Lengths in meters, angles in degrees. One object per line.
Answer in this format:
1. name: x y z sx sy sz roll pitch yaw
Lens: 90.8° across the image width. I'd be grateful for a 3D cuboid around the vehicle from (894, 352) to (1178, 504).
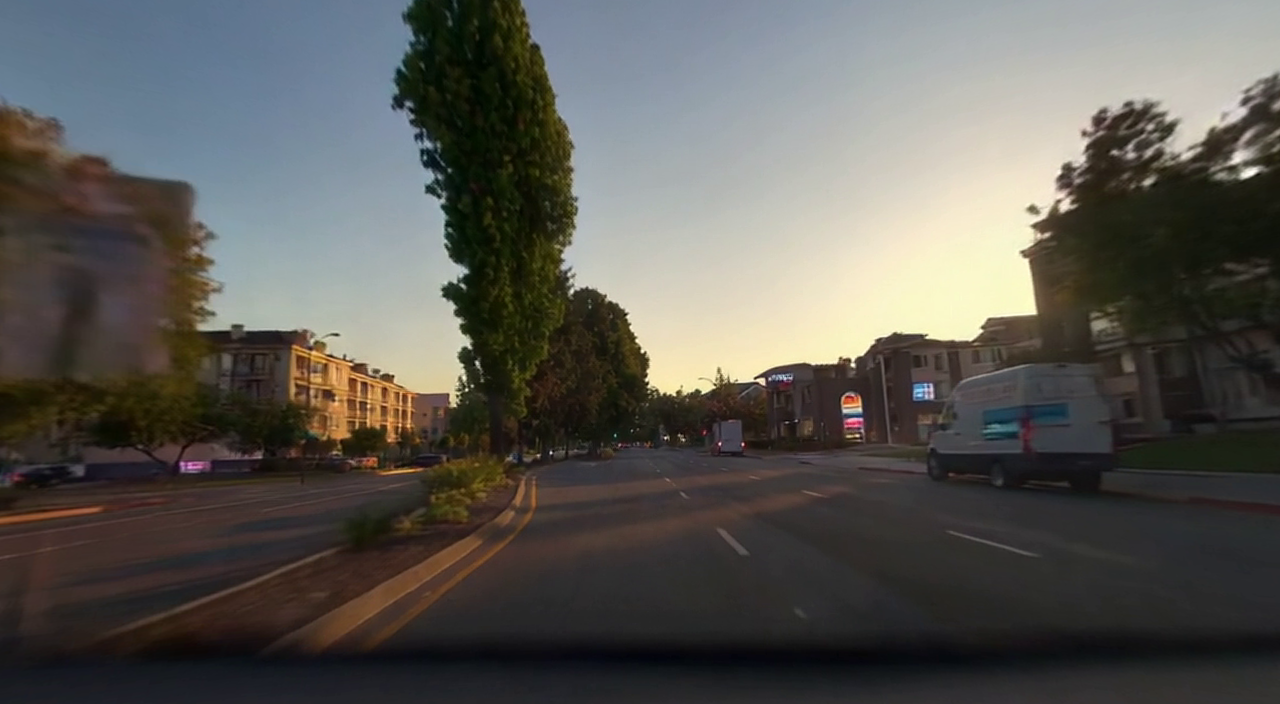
1. vehicle: 9.815 2.080 16.968 2.917 3.205 6.985 0 -8 -1
